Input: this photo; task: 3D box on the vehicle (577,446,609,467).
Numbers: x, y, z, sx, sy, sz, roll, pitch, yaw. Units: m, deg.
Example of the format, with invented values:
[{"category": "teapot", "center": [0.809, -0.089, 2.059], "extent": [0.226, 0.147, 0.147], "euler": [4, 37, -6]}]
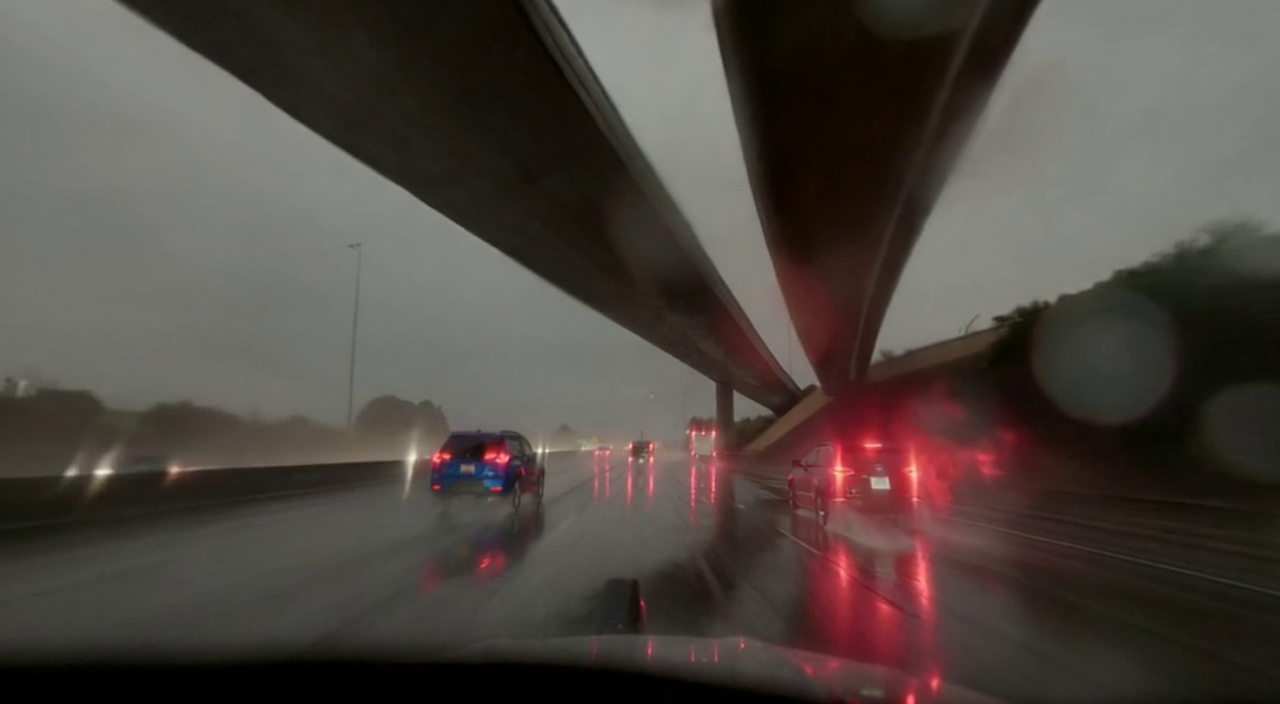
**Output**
[{"category": "vehicle", "center": [-3.390, 7.593, 45.932], "extent": [1.994, 1.475, 4.171], "euler": [0, -9, 0]}]

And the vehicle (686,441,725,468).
[{"category": "vehicle", "center": [4.588, 7.268, 44.995], "extent": [2.231, 1.807, 4.588], "euler": [0, -9, -1]}]

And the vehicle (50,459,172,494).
[{"category": "vehicle", "center": [-26.105, 6.124, 31.339], "extent": [1.860, 1.516, 4.638], "euler": [0, -9, 3]}]

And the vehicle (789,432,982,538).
[{"category": "vehicle", "center": [4.123, 2.276, 11.353], "extent": [1.959, 1.554, 3.795], "euler": [0, -9, 1]}]

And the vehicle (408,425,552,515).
[{"category": "vehicle", "center": [-3.491, 2.684, 14.798], "extent": [2.089, 1.751, 4.515], "euler": [0, -9, 1]}]

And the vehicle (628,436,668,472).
[{"category": "vehicle", "center": [0.440, 5.827, 36.146], "extent": [2.155, 1.909, 4.529], "euler": [0, -9, 0]}]
